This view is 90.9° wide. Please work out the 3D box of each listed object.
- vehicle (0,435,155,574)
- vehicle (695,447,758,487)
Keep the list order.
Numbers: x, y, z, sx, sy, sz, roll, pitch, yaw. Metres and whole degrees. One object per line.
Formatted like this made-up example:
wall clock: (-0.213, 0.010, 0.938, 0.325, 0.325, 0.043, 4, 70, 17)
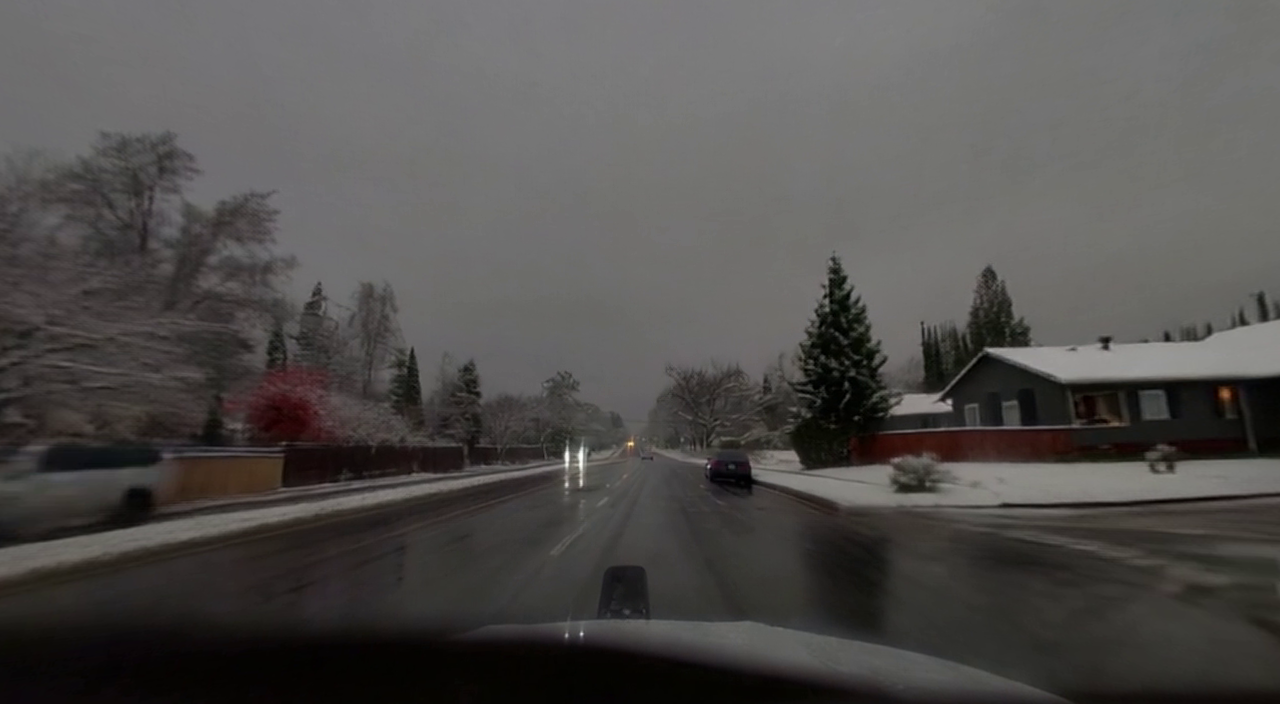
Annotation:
vehicle: (-9.020, 1.944, 8.143, 1.981, 1.716, 4.315, 0, -9, 1)
vehicle: (3.555, 4.830, 26.873, 2.011, 1.507, 4.769, 0, -9, 0)
